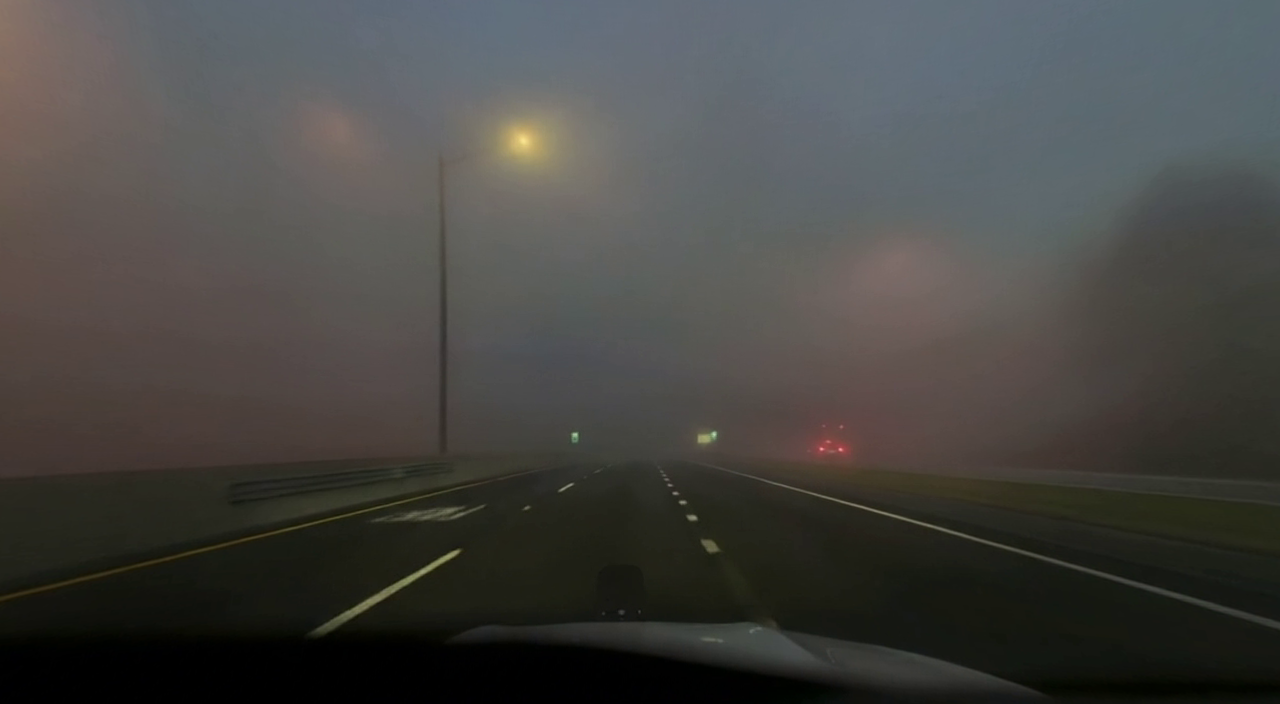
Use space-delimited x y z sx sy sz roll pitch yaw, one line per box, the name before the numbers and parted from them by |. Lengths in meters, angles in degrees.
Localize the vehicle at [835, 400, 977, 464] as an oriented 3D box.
vehicle | 20.128 6.519 49.743 2.939 4.193 15.754 1 -9 -6
